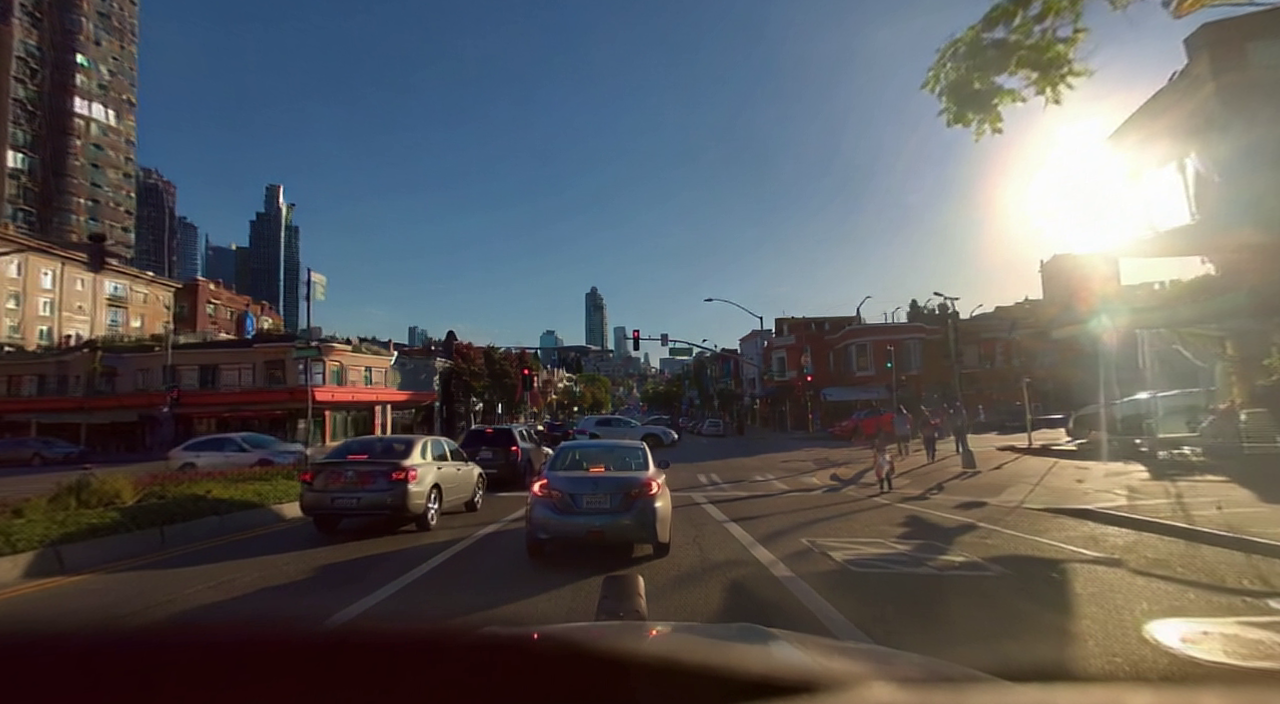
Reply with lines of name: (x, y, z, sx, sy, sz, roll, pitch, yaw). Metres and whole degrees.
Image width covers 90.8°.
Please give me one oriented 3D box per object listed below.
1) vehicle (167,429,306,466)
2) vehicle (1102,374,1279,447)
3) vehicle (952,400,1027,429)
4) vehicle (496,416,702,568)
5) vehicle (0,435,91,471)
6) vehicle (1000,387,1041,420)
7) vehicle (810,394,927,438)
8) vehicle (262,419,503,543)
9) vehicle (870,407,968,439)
vehicle: (-16.593, 3.949, 26.123, 4.453, 1.471, 1.921, -1, -8, 3)
vehicle: (21.676, 2.336, 24.632, 5.756, 2.653, 2.403, 1, -9, -11)
vehicle: (21.154, 3.831, 38.158, 5.017, 1.542, 2.055, 7, -11, -38)
vehicle: (-0.429, 1.710, 8.428, 2.082, 1.520, 3.896, 0, -8, 0)
vehicle: (-32.427, 5.385, 33.678, 4.280, 1.857, 2.136, 0, -8, 1)
vehicle: (27.043, 3.737, 44.805, 2.152, 1.993, 5.078, -6, -10, 33)
vehicle: (13.782, 3.927, 38.142, 6.541, 2.480, 2.259, 3, -9, -19)
vehicle: (-3.692, 1.938, 10.143, 1.934, 1.522, 4.464, 0, -8, 1)
vehicle: (15.140, 3.880, 34.274, 4.775, 1.604, 1.915, 3, -9, -20)
